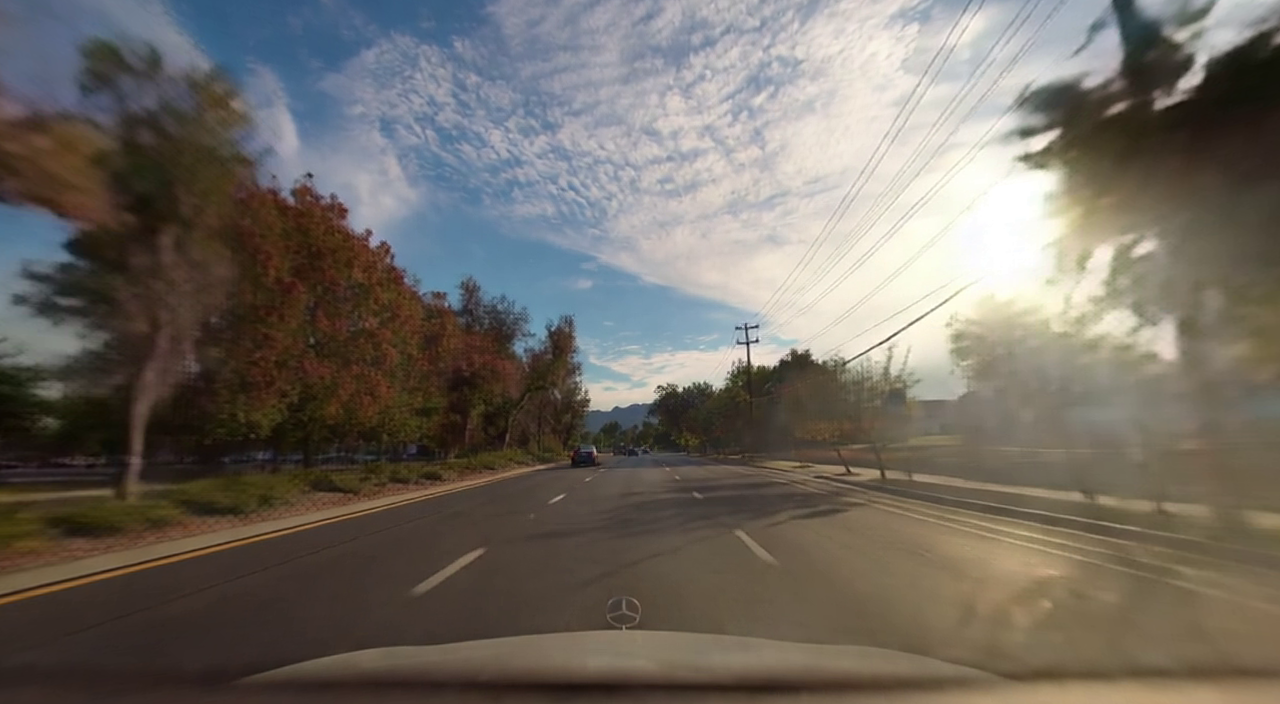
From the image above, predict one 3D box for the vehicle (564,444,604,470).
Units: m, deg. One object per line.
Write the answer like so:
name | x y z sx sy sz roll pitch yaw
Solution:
vehicle | -3.350 6.365 38.346 2.007 1.514 4.049 0 -9 1
